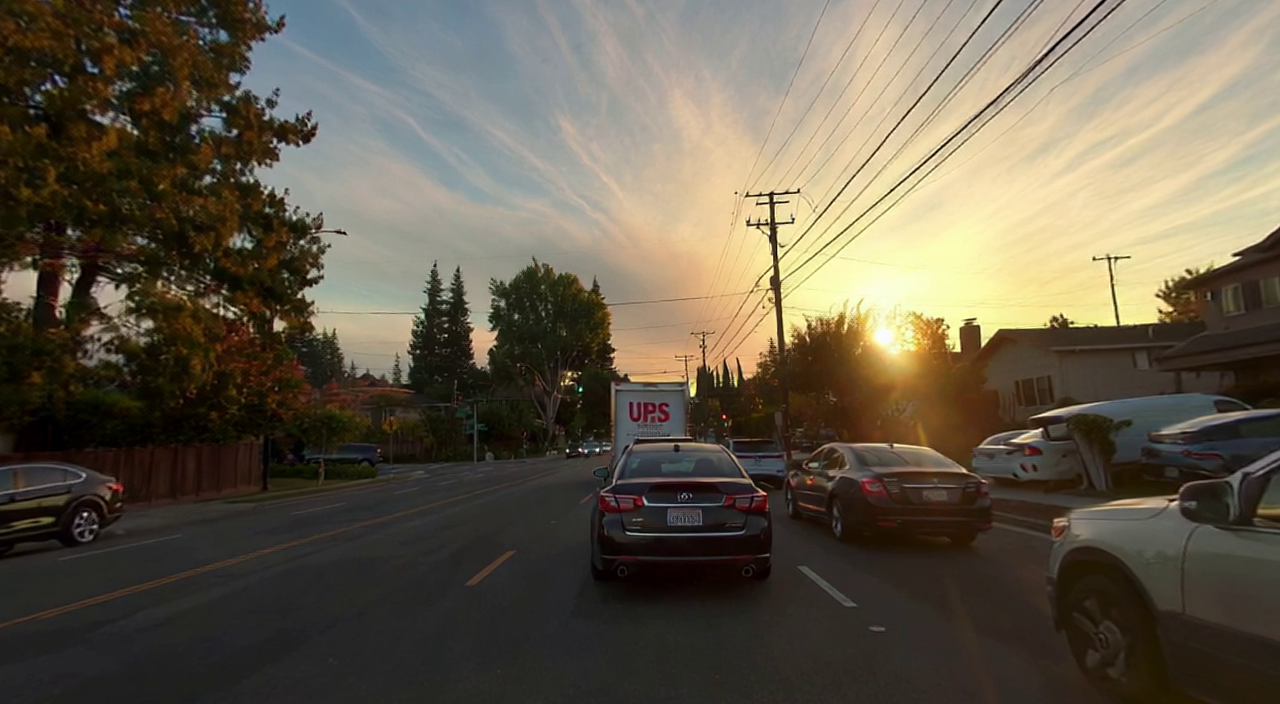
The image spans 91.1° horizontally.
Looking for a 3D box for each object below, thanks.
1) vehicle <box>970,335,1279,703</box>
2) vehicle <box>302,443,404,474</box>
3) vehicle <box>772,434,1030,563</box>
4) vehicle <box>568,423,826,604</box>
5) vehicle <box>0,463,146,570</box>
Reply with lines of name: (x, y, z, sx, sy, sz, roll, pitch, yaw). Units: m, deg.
vehicle: (3.304, 0.759, 1.899, 2.069, 1.722, 4.888, 0, -8, 2)
vehicle: (-17.428, 6.467, 38.247, 5.274, 1.793, 1.921, 0, -8, 2)
vehicle: (3.513, 2.040, 9.581, 1.993, 1.479, 4.487, 0, -8, 0)
vehicle: (0.475, 1.684, 7.515, 2.158, 1.499, 4.377, 0, -8, 0)
vehicle: (-10.353, 2.482, 9.442, 1.925, 1.482, 4.753, 0, -8, 0)
